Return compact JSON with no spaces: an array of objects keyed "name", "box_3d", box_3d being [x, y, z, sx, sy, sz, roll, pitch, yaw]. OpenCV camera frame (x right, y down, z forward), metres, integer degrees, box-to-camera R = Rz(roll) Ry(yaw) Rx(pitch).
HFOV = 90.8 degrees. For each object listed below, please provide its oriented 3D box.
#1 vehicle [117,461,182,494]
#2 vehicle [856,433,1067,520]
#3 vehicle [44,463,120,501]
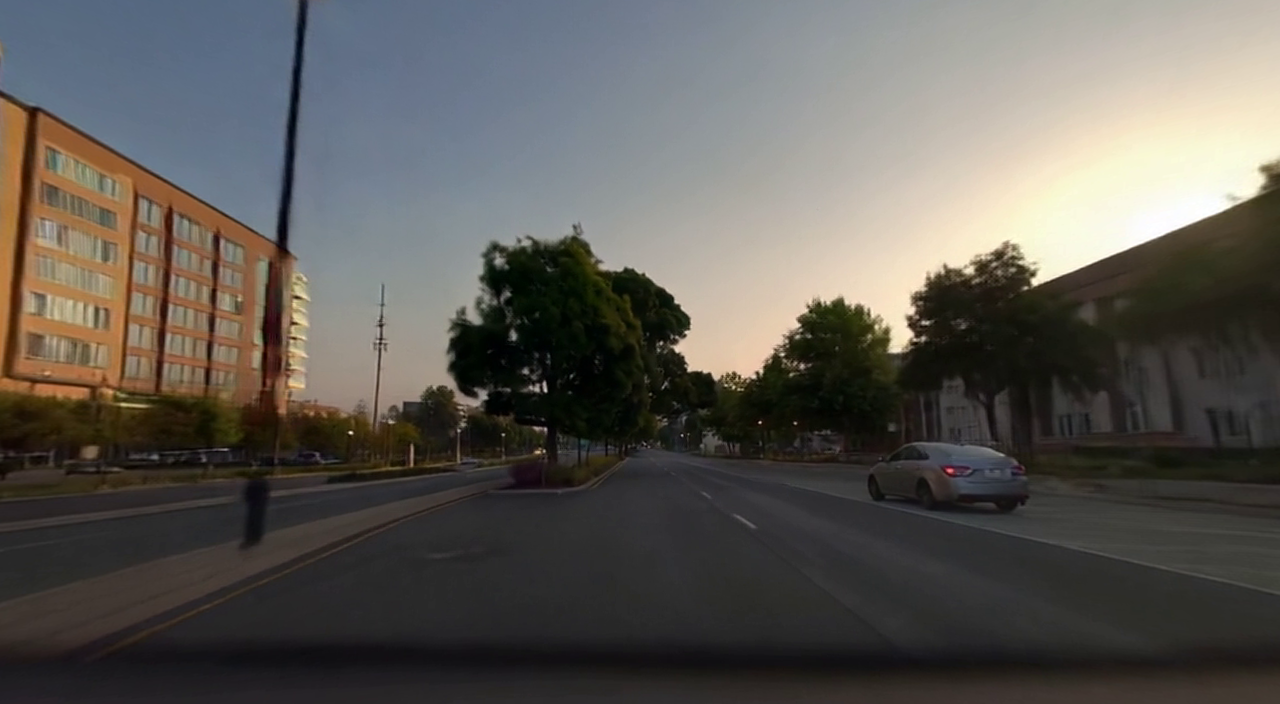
[{"name":"vehicle","box_3d":[-27.240,6.897,35.008,5.281,1.586,1.979,-8,-12,43]},{"name":"vehicle","box_3d":[6.411,2.528,13.384,1.913,1.504,4.738,0,-9,-1]},{"name":"vehicle","box_3d":[-27.590,6.335,31.171,4.967,1.587,2.096,-8,-12,42]}]
